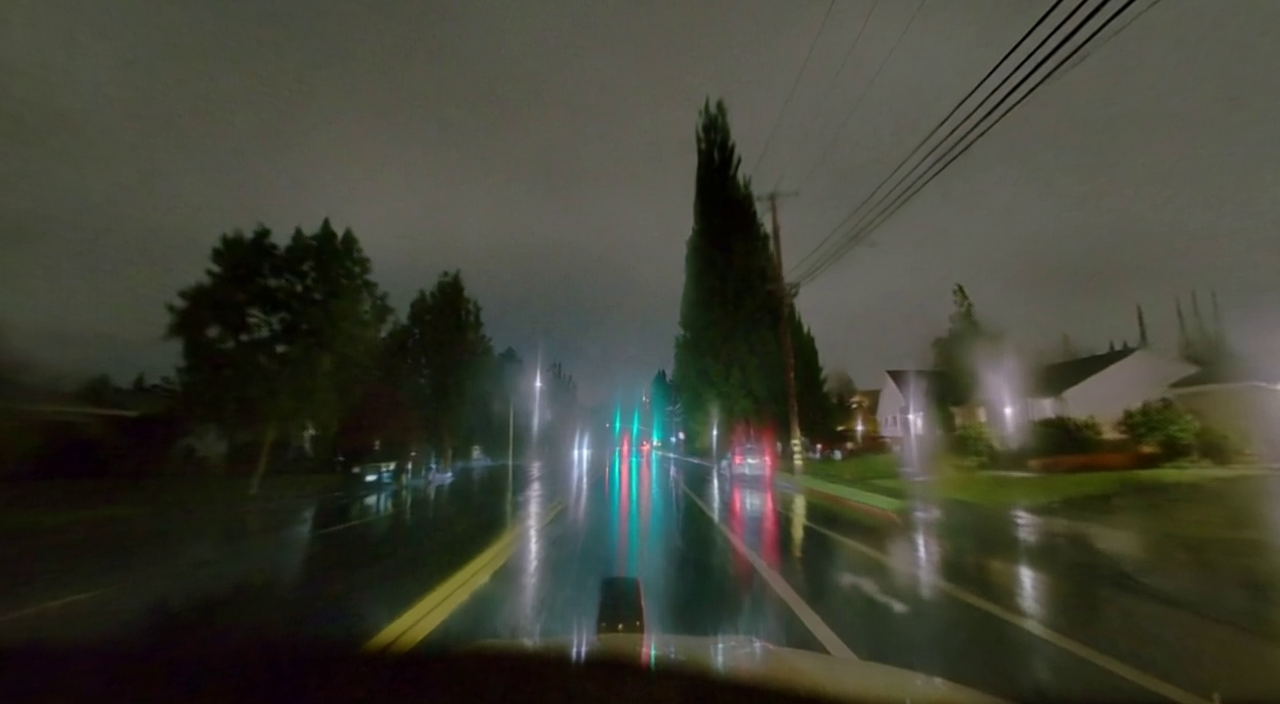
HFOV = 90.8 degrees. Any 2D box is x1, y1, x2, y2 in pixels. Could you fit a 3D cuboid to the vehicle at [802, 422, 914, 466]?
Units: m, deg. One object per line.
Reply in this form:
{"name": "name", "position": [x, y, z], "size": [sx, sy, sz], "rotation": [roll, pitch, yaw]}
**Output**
{"name": "vehicle", "position": [10.788, 4.593, 31.478], "size": [4.709, 1.743, 1.965], "rotation": [-3, -8, -8]}

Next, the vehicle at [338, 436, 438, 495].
{"name": "vehicle", "position": [-10.974, 4.940, 28.034], "size": [2.111, 2.050, 5.328], "rotation": [-8, -8, -1]}

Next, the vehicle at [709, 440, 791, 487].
{"name": "vehicle", "position": [3.887, 4.044, 23.248], "size": [2.167, 1.535, 4.464], "rotation": [0, -8, -1]}
